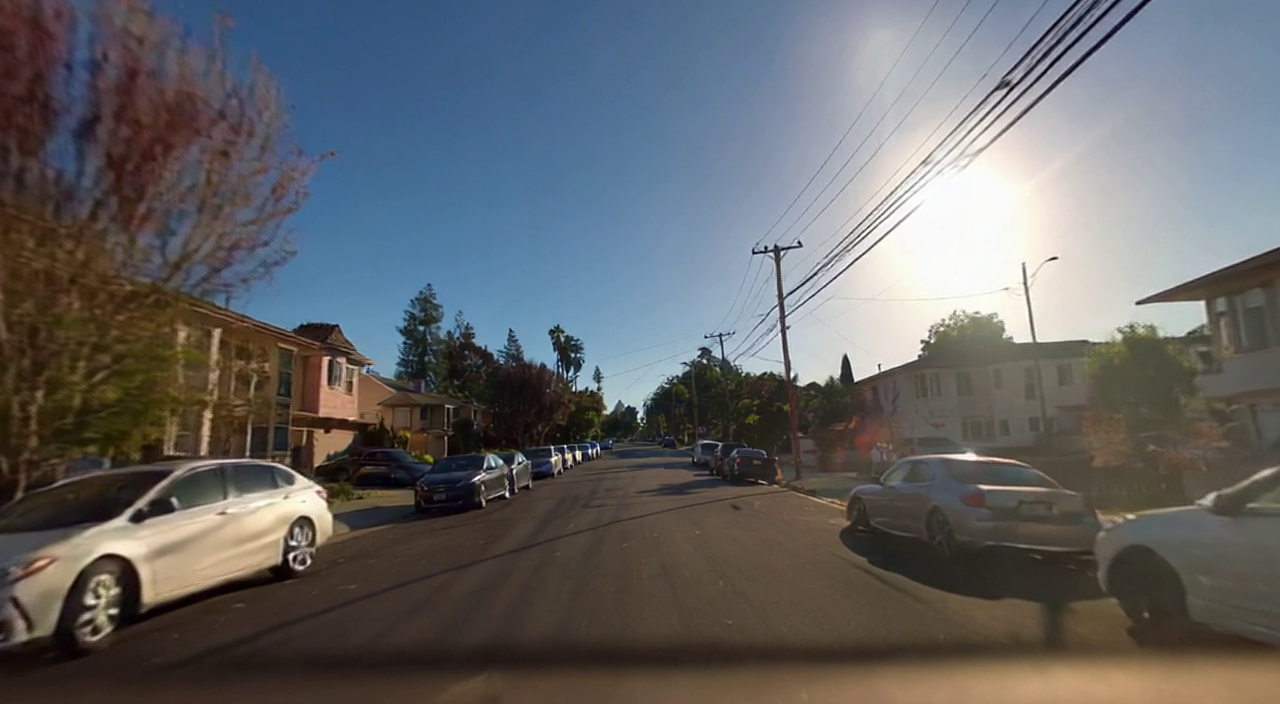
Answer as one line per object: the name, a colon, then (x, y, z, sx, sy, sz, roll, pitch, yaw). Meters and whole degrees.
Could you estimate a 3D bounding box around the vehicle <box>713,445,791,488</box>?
vehicle: (4.312, 4.484, 25.110, 2.174, 1.504, 4.809, 0, -9, 0)

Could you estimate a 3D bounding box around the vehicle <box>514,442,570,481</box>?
vehicle: (-5.218, 5.916, 34.503, 2.184, 1.958, 5.757, 0, -9, 0)

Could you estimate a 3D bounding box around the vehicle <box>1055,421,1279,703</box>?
vehicle: (4.442, 1.133, 3.146, 1.864, 1.592, 4.221, 0, -9, 0)

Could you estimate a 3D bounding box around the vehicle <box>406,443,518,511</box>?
vehicle: (-5.044, 3.566, 18.597, 2.032, 1.716, 4.382, 0, -9, 0)

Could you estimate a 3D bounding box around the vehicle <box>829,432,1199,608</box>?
vehicle: (4.229, 1.958, 8.398, 2.057, 1.511, 4.858, 3, -9, 1)

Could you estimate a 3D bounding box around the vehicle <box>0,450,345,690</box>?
vehicle: (-5.144, 1.760, 6.357, 2.109, 1.501, 4.522, 0, -9, 1)
